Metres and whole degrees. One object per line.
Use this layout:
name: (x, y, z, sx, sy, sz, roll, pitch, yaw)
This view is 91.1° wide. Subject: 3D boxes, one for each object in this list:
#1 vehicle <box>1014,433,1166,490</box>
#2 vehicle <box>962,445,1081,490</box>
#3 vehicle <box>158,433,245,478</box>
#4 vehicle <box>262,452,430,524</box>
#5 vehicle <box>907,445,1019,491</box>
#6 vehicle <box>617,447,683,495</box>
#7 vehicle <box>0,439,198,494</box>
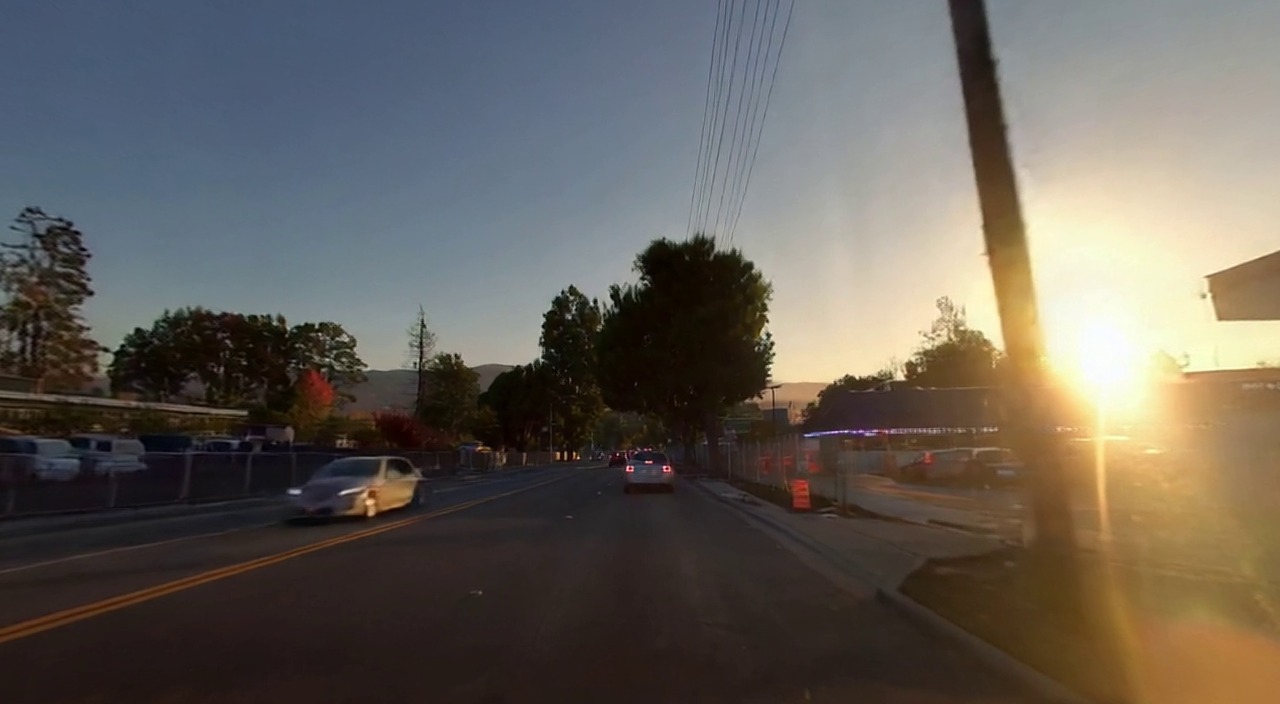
vehicle: (16.084, 3.944, 22.834, 2.101, 1.825, 4.700, 0, -9, 2)
vehicle: (14.112, 4.261, 23.566, 1.897, 1.511, 4.250, 0, -9, 2)
vehicle: (-30.028, 7.095, 43.150, 2.502, 2.916, 4.293, 0, -9, 5)
vehicle: (-7.038, 3.257, 15.647, 2.034, 1.499, 4.236, 0, -9, 2)
vehicle: (11.816, 4.249, 23.368, 1.970, 1.501, 4.514, 0, -9, 3)
vehicle: (0.322, 4.204, 22.528, 2.144, 1.514, 4.063, 0, -9, 0)
vehicle: (-27.895, 5.224, 29.167, 2.951, 2.274, 15.187, 0, -9, 4)
